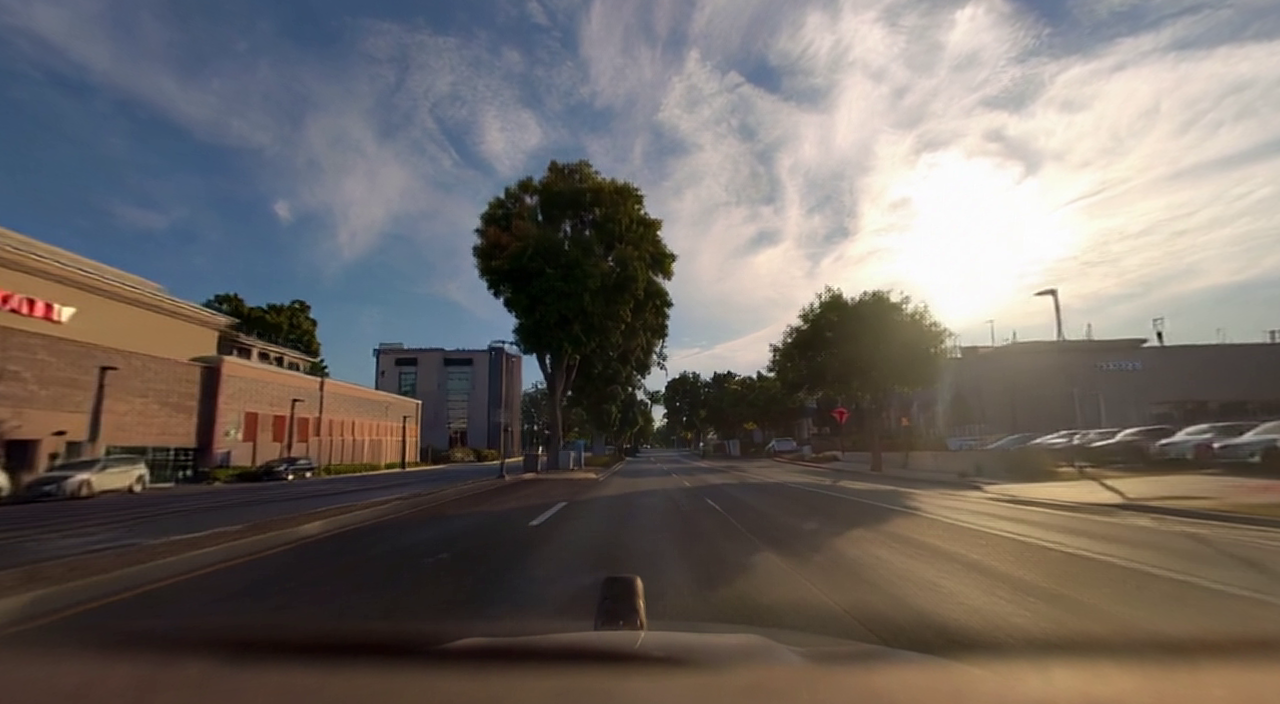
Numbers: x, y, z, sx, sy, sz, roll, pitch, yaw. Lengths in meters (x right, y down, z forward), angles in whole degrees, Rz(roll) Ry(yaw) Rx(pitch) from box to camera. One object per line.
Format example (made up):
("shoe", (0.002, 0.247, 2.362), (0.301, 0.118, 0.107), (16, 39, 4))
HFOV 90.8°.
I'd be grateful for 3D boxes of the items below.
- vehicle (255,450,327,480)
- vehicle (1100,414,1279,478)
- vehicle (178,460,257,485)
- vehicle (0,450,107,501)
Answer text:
("vehicle", (-24.950, 8.051, 45.083), (5.468, 1.809, 2.141), (-9, -10, 32))
("vehicle", (20.237, 3.443, 23.127), (5.006, 1.943, 1.994), (-3, -9, 0))
("vehicle", (-29.001, 8.256, 43.591), (1.864, 1.502, 4.731), (-1, -9, 6))
("vehicle", (-25.074, 4.950, 25.255), (5.166, 1.832, 2.213), (0, -9, -15))
